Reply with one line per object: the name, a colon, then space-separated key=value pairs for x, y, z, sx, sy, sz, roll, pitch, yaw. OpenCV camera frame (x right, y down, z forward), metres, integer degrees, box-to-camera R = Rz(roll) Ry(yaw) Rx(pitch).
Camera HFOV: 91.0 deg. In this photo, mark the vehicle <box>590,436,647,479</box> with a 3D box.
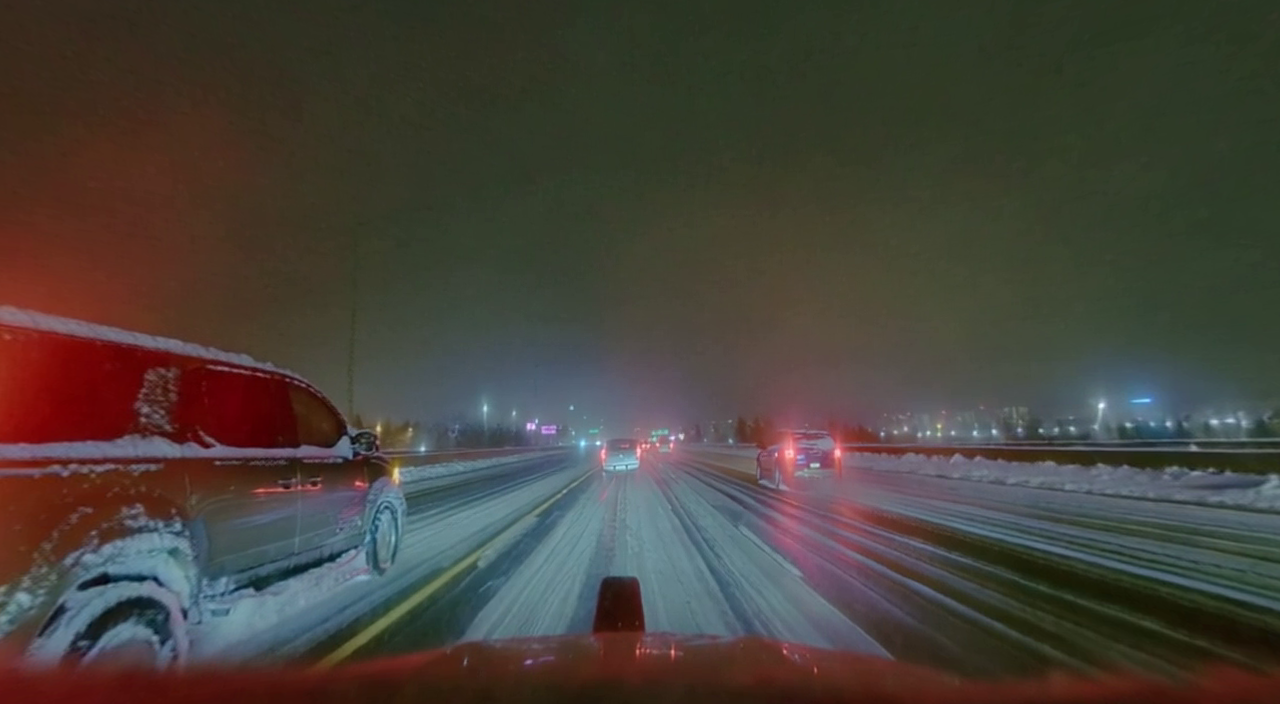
vehicle: x=-0.830 y=4.277 z=25.759 sx=2.147 sy=1.576 sz=3.964 roll=0 pitch=-8 yaw=-1
